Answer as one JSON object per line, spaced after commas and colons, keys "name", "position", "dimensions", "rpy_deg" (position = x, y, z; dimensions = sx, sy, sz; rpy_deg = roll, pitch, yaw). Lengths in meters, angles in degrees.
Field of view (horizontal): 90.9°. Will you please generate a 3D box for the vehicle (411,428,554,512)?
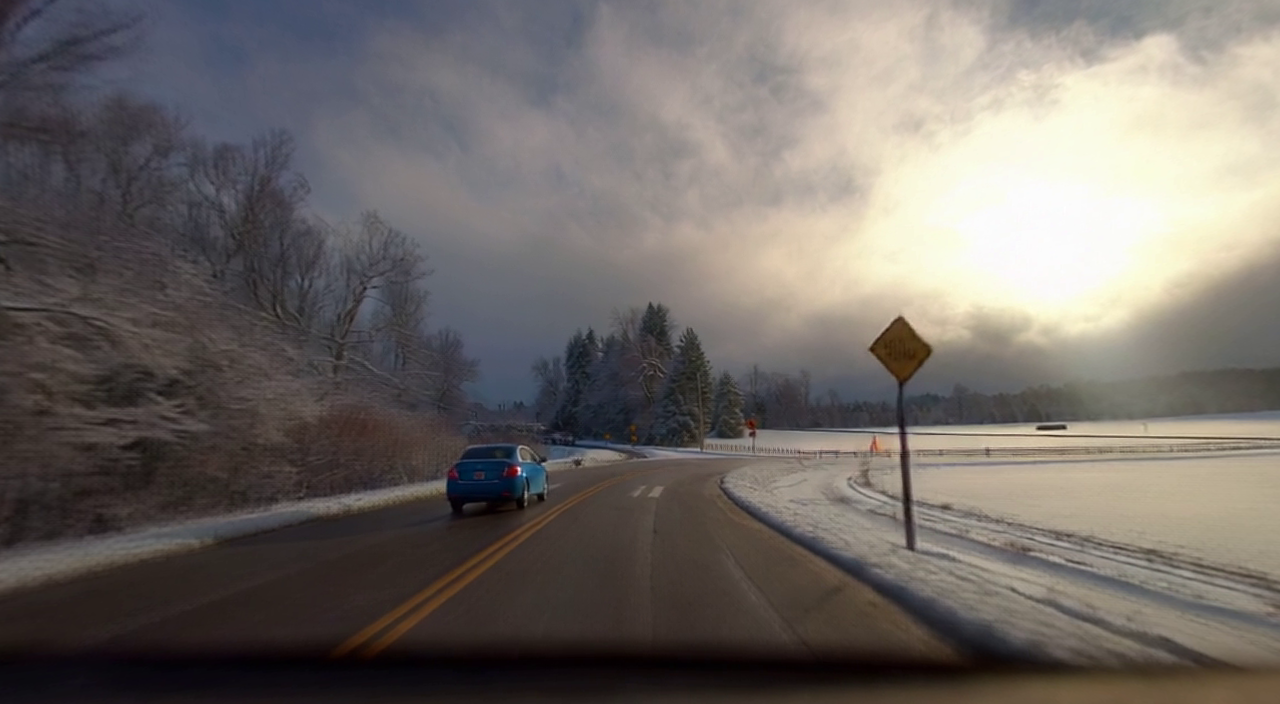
{"name": "vehicle", "position": [-3.349, 2.630, 14.344], "dimensions": [2.078, 1.607, 3.959], "rpy_deg": [-1, -9, 2]}
